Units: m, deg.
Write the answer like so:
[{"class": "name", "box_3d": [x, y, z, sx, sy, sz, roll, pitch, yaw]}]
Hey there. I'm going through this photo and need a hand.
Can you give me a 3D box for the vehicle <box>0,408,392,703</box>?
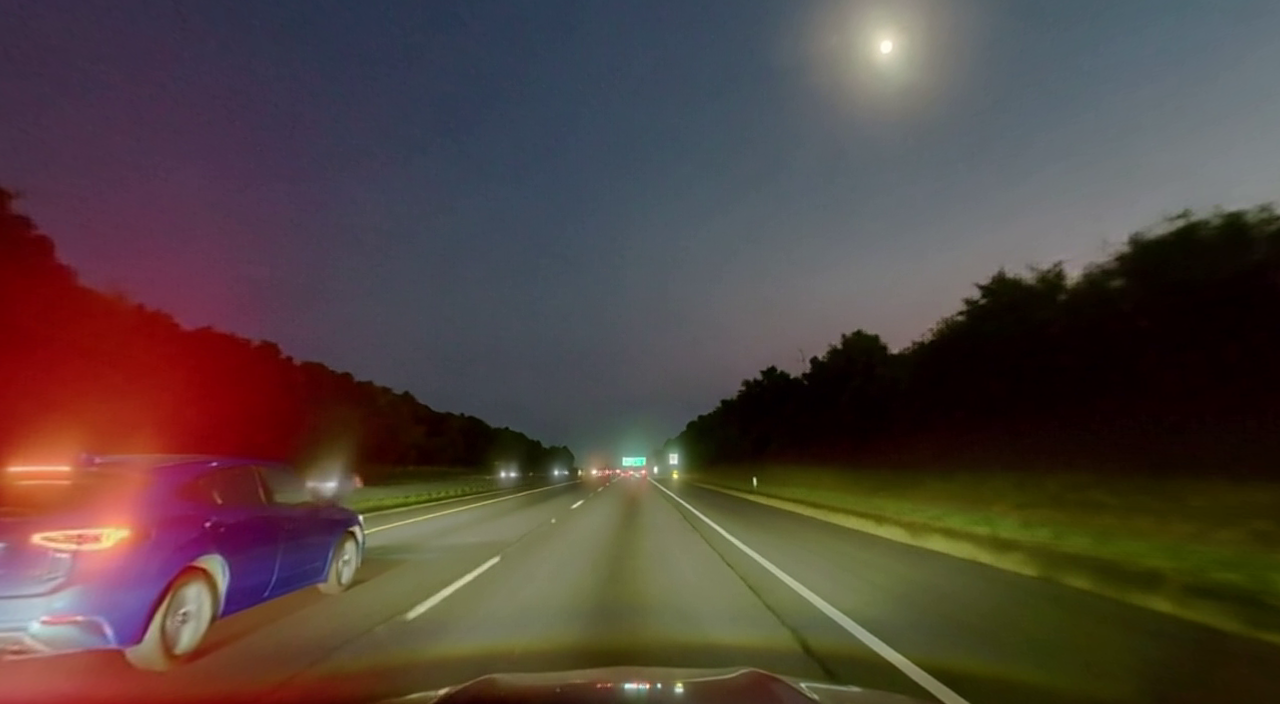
[{"class": "vehicle", "box_3d": [-3.735, 1.366, 4.806, 2.017, 1.516, 4.041, 1, -11, 0]}]
